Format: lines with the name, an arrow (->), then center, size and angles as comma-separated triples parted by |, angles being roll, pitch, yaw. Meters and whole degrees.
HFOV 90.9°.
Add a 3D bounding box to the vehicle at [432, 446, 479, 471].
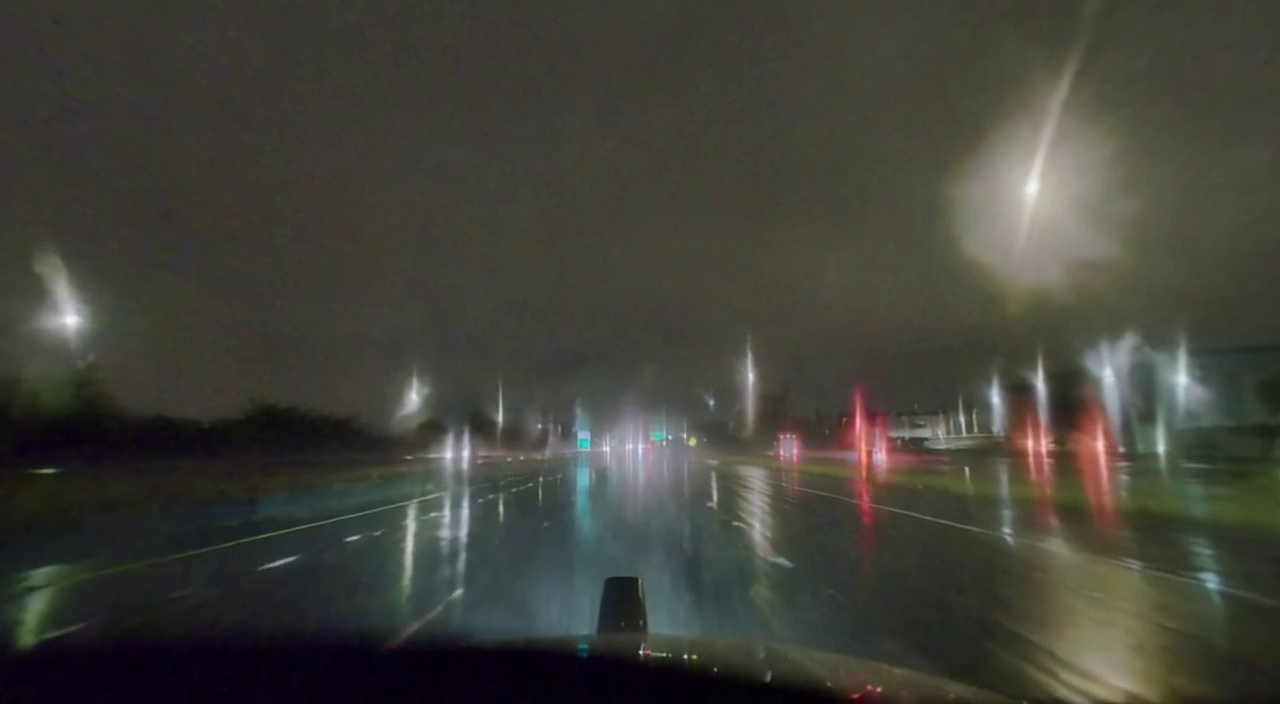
vehicle -> -14.059, 8.106, 48.200 | 2.065, 1.832, 4.651 | 0, -9, 2
